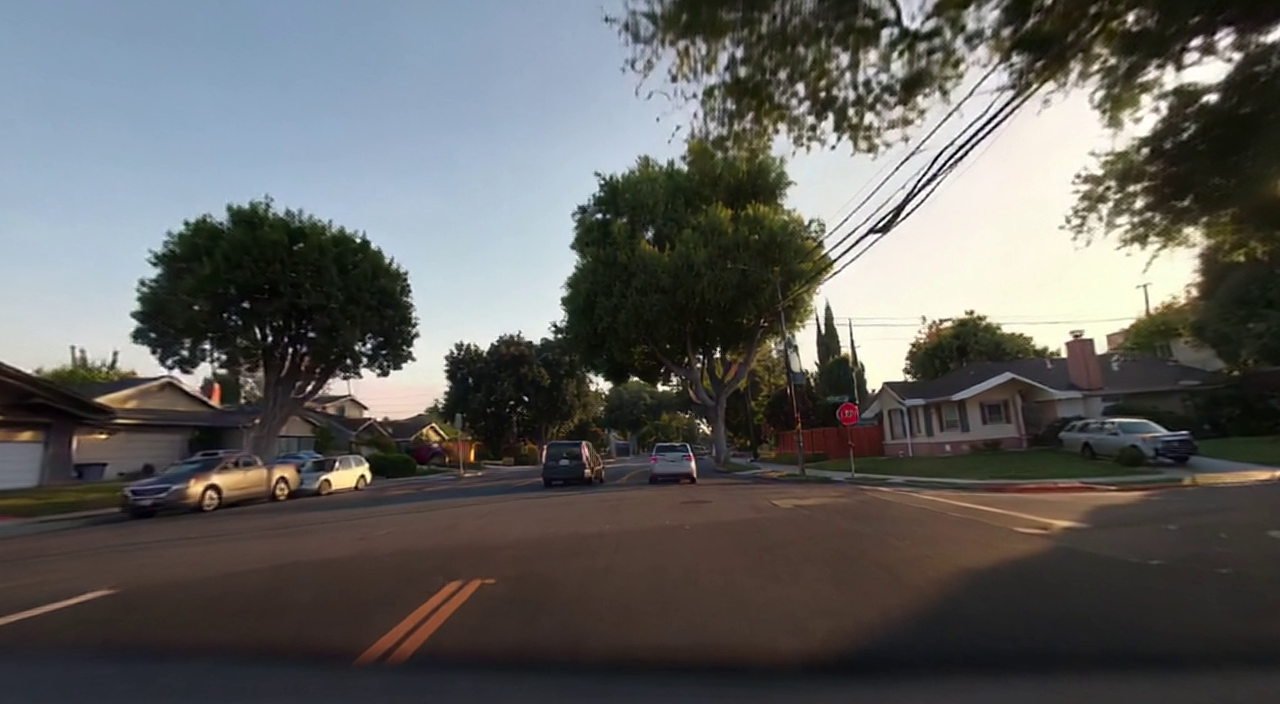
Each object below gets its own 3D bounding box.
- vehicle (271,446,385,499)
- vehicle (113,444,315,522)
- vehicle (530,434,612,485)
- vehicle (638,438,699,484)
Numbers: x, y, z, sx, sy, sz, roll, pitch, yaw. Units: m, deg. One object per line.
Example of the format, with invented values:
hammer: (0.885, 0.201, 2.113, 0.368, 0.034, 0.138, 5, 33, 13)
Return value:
vehicle: (-12.636, 4.911, 25.900, 2.076, 1.864, 4.730, -3, -10, 3)
vehicle: (-13.266, 4.047, 20.289, 2.191, 1.980, 5.888, -4, -9, 4)
vehicle: (-2.407, 3.934, 23.348, 2.178, 1.695, 4.339, -1, -8, 5)
vehicle: (1.075, 3.812, 22.303, 1.955, 1.459, 4.383, -1, -8, 4)
